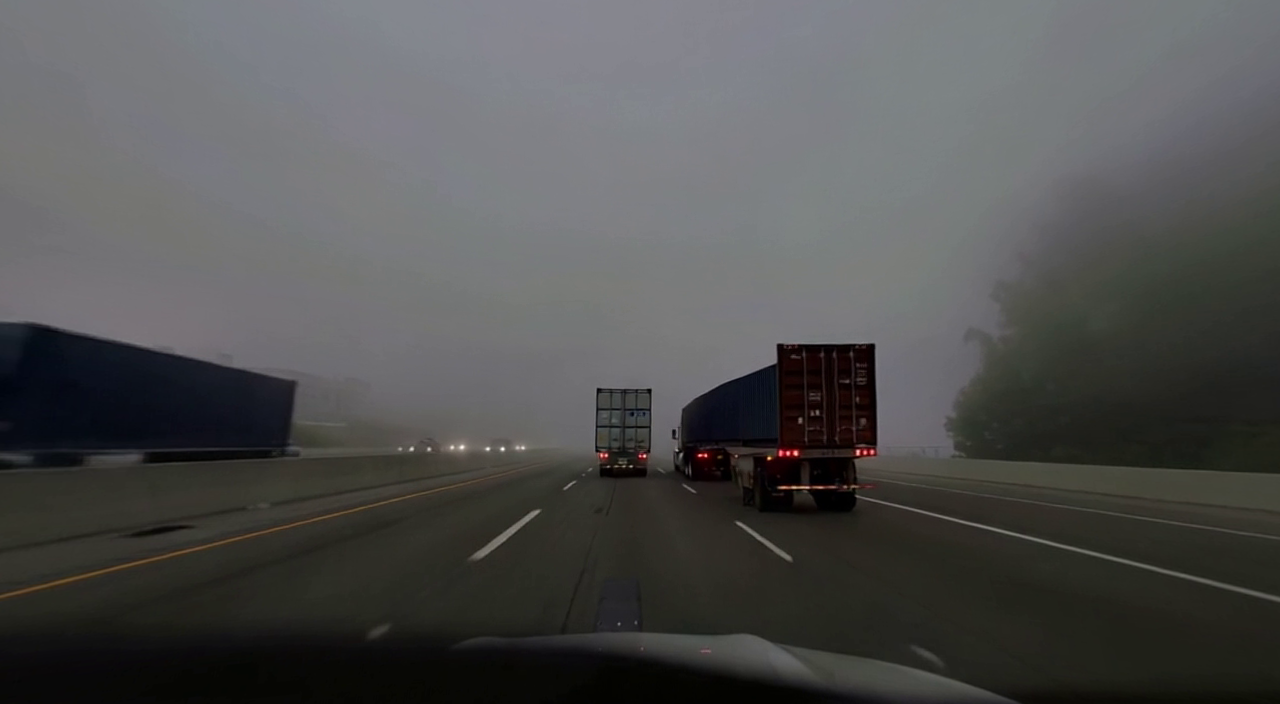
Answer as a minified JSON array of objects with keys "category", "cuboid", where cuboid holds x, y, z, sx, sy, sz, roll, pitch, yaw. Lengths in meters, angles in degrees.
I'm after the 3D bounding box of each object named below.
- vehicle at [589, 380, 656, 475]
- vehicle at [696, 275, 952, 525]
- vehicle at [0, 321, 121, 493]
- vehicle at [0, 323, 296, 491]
[{"category":"vehicle","cuboid":[-0.704,4.114,33.147,2.841,4.071,12.046,-1,-8,0]},{"category":"vehicle","cuboid":[3.499,1.674,16.645,2.803,4.072,12.744,0,-9,0]},{"category":"vehicle","cuboid":[-16.432,1.169,13.958,3.035,3.978,8.132,0,-9,-1]},{"category":"vehicle","cuboid":[-16.669,2.252,21.534,2.829,4.021,13.010,0,-9,-1]}]
